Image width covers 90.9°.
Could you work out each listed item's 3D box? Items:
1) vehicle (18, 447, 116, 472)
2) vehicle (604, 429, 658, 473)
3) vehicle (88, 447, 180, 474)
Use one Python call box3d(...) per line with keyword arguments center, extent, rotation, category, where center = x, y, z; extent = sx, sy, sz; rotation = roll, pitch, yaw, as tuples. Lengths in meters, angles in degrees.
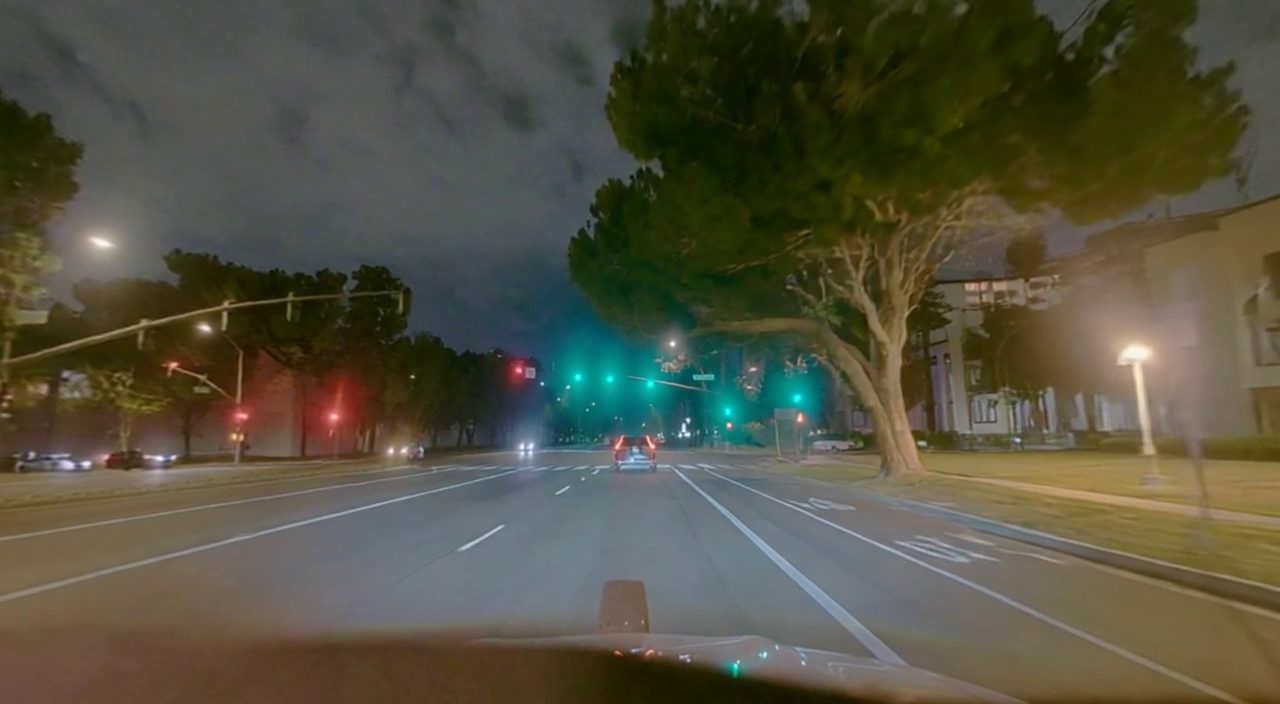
box3d(center=(-39.270, 7.359, 43.257), extent=(4.713, 1.693, 2.018), rotation=(0, -8, 1), category="vehicle")
box3d(center=(-0.382, 4.310, 27.590), extent=(2.169, 1.751, 4.276), rotation=(0, -8, -1), category="vehicle")
box3d(center=(-30.592, 6.496, 38.094), extent=(4.504, 1.524, 2.226), rotation=(-3, -9, 21), category="vehicle")
